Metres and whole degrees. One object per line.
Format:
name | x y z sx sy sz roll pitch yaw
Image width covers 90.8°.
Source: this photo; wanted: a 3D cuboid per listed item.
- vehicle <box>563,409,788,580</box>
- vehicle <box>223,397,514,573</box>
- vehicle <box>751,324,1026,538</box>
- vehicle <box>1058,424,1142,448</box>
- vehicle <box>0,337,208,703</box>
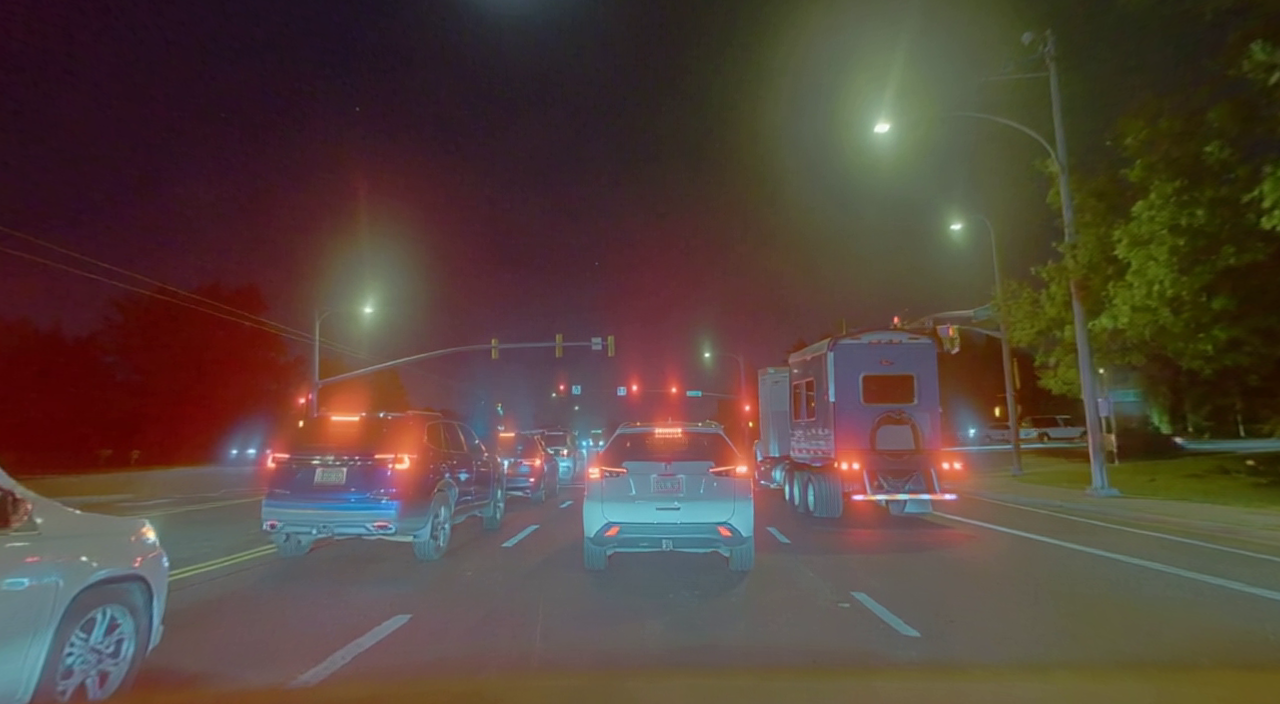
vehicle | 0.354 1.706 8.315 2.189 1.649 4.171 0 -9 0
vehicle | -3.277 1.716 8.844 2.085 1.812 4.388 0 -9 0
vehicle | 3.685 1.416 11.007 2.531 2.750 5.595 0 -9 1
vehicle | 33.254 6.138 45.843 4.671 1.595 1.824 -5 -10 31
vehicle | -3.429 0.675 1.479 1.952 1.730 4.116 0 -9 -1
